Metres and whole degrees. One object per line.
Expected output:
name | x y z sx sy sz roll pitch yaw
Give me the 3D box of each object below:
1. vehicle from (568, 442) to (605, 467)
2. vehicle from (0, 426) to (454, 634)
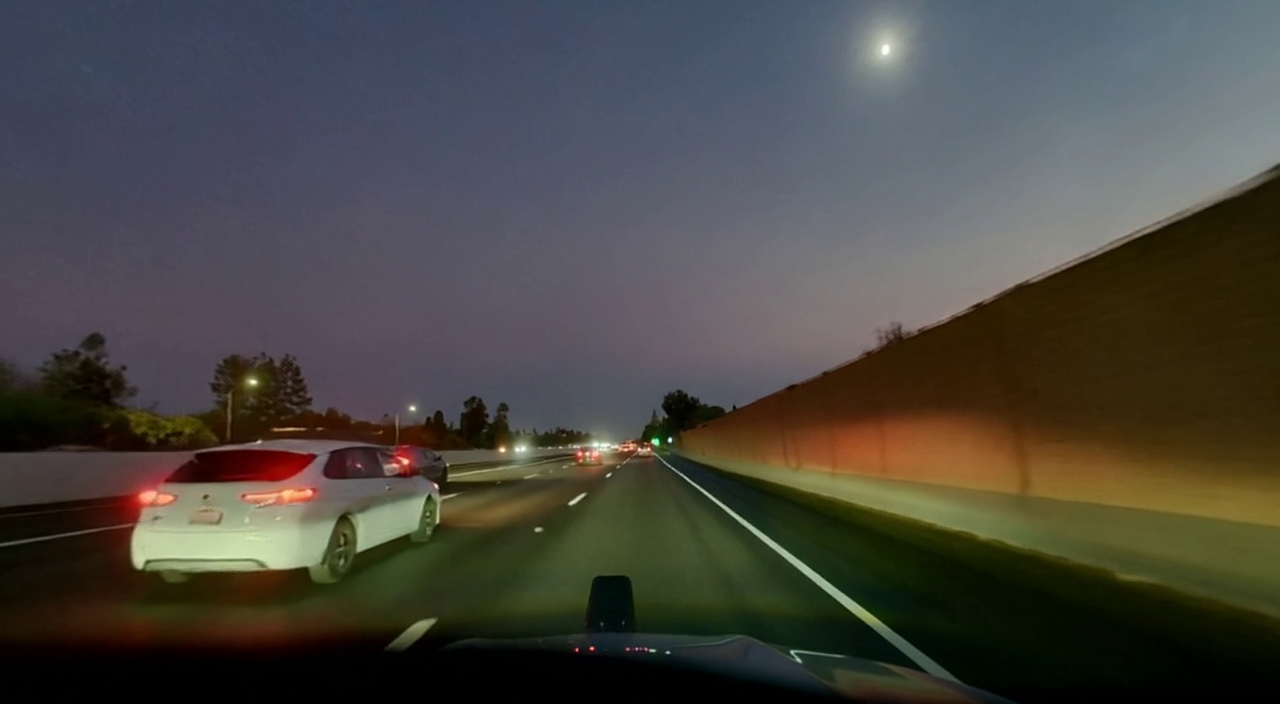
vehicle | -3.621 7.006 43.122 2.036 1.636 4.511 -1 -8 1
vehicle | -3.813 1.649 7.008 1.945 1.484 4.803 0 -8 1
